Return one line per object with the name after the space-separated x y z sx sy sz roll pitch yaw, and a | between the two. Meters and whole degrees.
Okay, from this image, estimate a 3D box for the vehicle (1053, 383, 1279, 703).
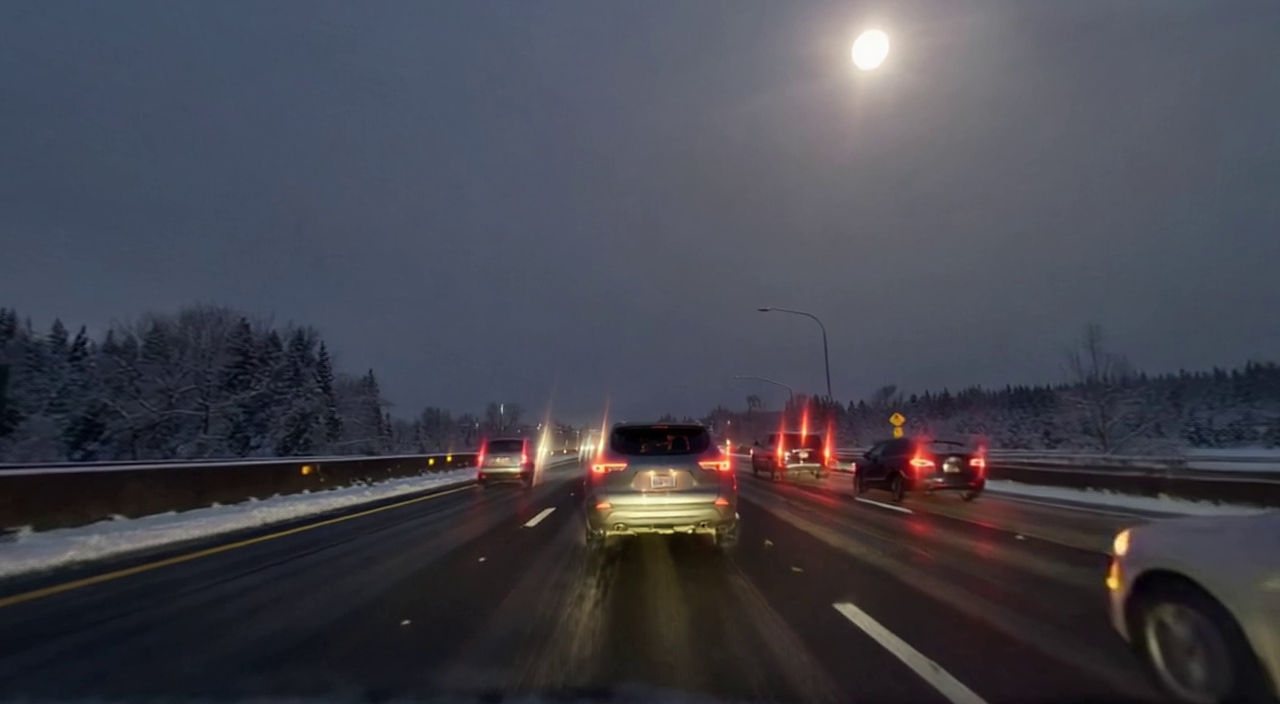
3.278 0.705 1.064 2.028 1.534 4.691 0 -9 1 | vehicle

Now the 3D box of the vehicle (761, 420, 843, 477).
7.697 4.710 30.709 2.390 2.503 5.788 0 -9 0 | vehicle

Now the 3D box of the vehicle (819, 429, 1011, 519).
5.765 2.620 13.989 1.972 1.647 4.429 1 -9 -5 | vehicle

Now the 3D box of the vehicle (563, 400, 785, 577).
0.213 1.677 8.374 2.230 1.740 3.976 1 -9 -4 | vehicle

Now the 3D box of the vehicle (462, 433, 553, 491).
-4.394 3.756 21.727 2.047 1.755 4.638 0 -9 1 | vehicle
